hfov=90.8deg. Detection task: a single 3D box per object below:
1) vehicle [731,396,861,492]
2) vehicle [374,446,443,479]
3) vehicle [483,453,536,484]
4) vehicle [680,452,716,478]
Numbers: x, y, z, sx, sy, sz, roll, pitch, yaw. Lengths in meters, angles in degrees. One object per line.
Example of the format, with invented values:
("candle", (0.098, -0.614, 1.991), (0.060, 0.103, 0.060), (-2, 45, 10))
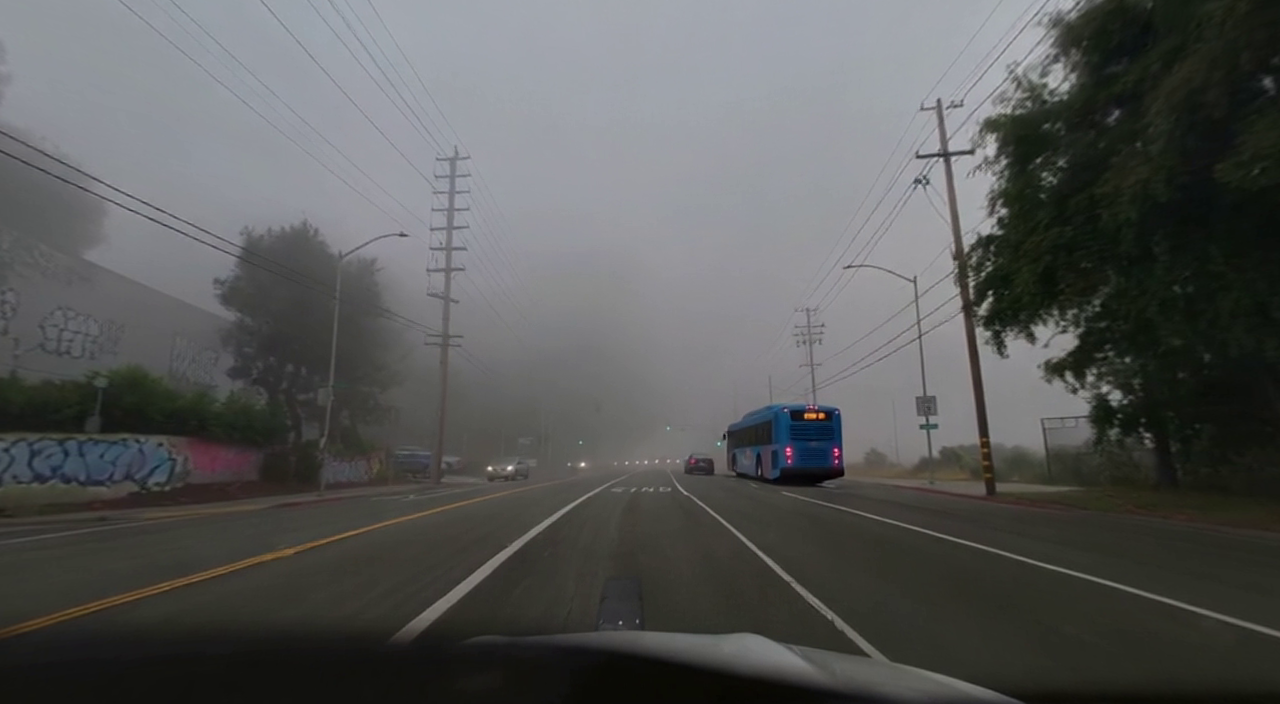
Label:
("vehicle", (6.518, 4.243, 29.139), (3.045, 3.447, 12.604), (0, -8, 1))
("vehicle", (-16.853, 8.021, 46.113), (4.244, 2.316, 1.959), (-1, -8, 2))
("vehicle", (-7.804, 7.006, 38.253), (2.011, 1.672, 4.637), (-1, -8, 3))
("vehicle", (3.624, 7.162, 40.232), (1.961, 1.470, 4.196), (0, -8, 0))
